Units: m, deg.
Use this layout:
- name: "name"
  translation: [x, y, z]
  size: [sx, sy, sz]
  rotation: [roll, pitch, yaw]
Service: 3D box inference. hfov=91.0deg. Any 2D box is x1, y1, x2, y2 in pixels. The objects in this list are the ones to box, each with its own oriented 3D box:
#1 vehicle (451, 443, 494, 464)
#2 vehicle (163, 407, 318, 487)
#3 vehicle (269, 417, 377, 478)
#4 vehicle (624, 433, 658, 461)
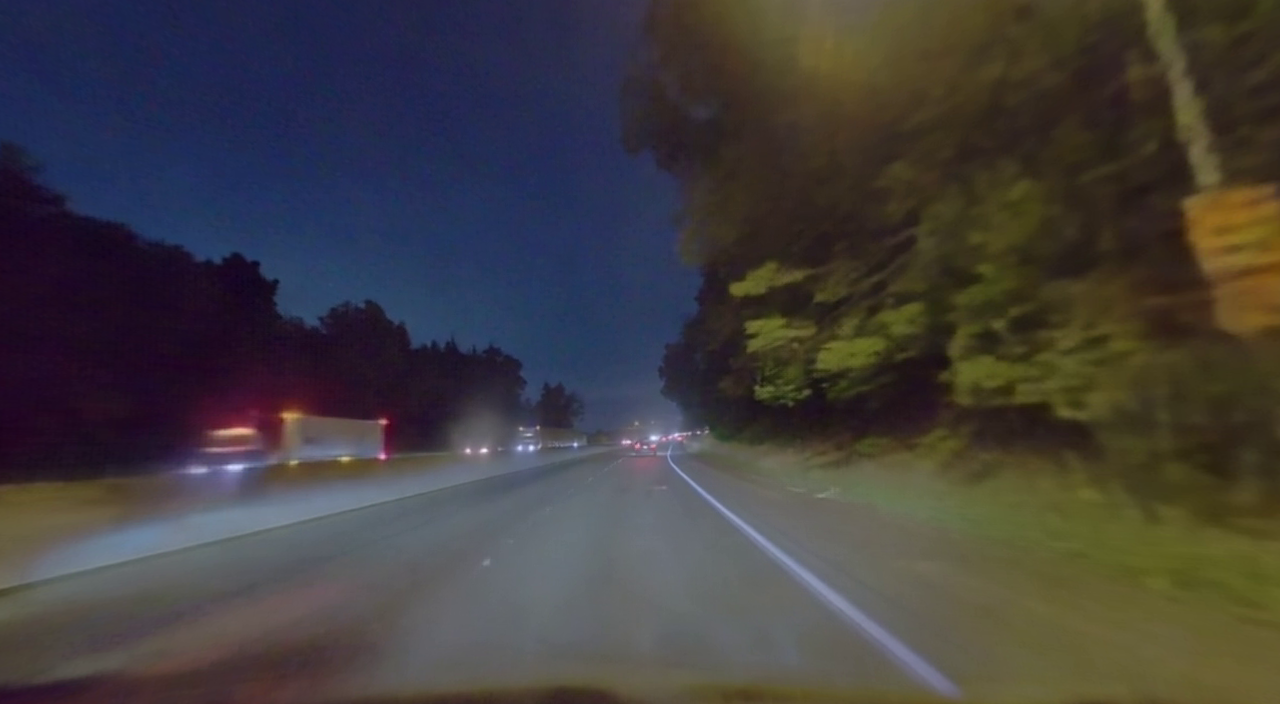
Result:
- name: "vehicle"
  translation: [-12.645, 7.678, 47.878]
  size: [1.935, 1.490, 4.367]
  rotation: [-1, -8, 2]
- name: "vehicle"
  translation: [-17.996, 4.344, 29.024]
  size: [2.670, 3.221, 6.504]
  rotation: [-1, -8, 2]
- name: "vehicle"
  translation: [-17.842, 5.431, 35.973]
  size: [2.761, 3.164, 6.270]
  rotation: [-1, -8, 1]
- name: "vehicle"
  translation: [0.090, 6.566, 43.701]
  size: [2.188, 1.825, 4.282]
  rotation: [-1, -8, 1]
